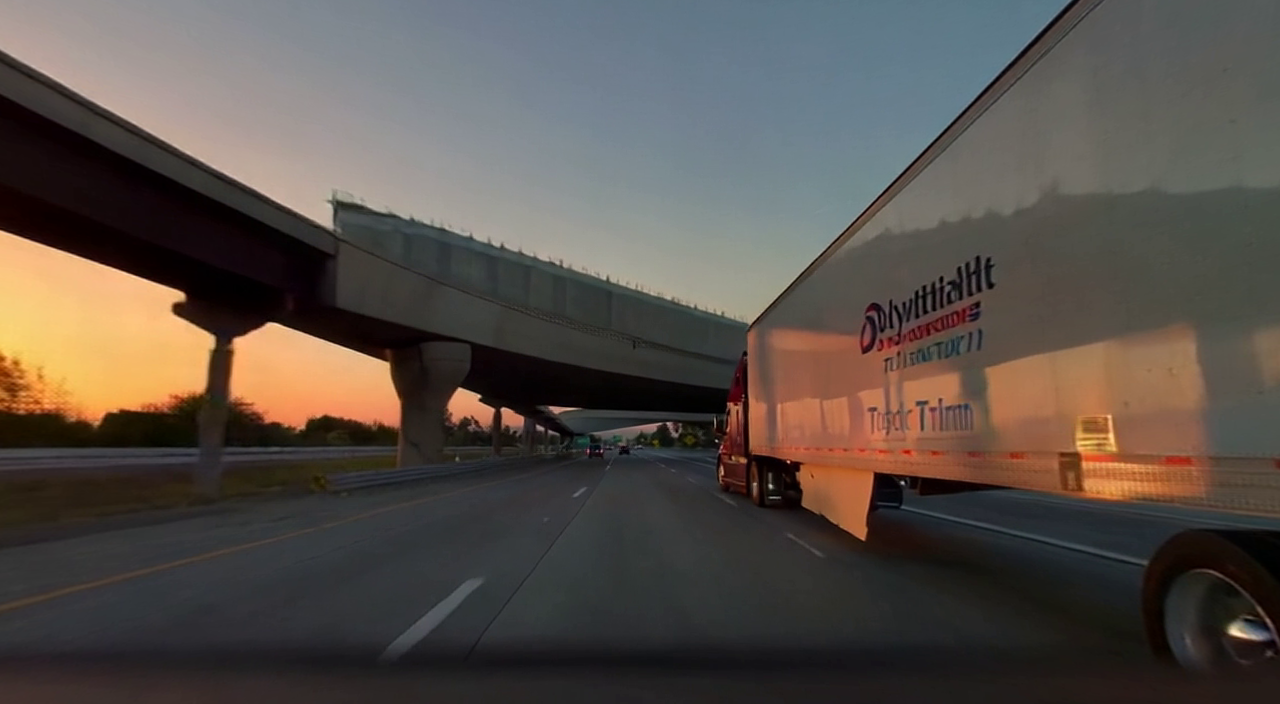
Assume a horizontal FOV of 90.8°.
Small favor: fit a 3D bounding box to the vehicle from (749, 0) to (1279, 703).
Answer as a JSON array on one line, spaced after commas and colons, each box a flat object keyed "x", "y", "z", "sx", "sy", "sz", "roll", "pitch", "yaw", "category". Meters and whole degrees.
[{"x": 3.941, "y": 0.435, "z": 8.086, "sx": 2.962, "sy": 4.132, "sz": 12.720, "roll": 0, "pitch": -8, "yaw": 1, "category": "vehicle"}]
